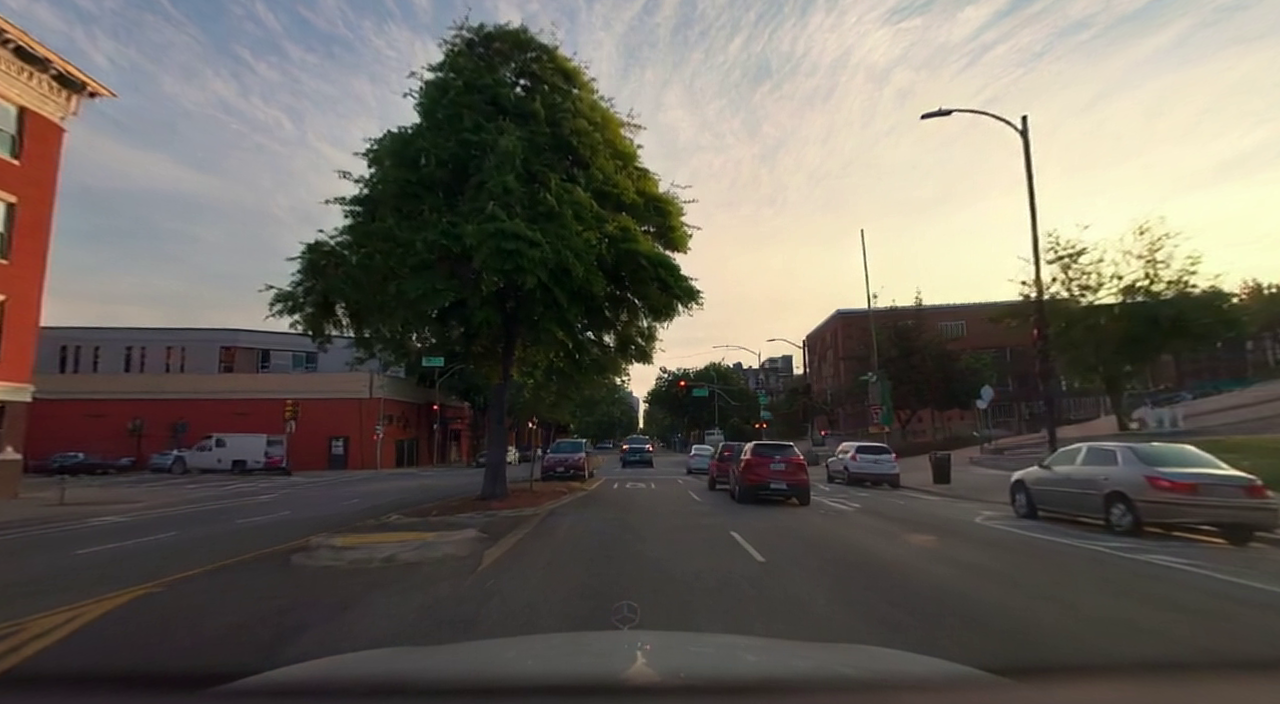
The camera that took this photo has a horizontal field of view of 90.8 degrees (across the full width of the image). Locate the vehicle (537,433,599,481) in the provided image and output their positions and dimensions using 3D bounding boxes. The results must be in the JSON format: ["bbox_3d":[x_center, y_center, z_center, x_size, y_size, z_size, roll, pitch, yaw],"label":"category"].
[{"bbox_3d":[-2.876,4.335,26.281,2.297,1.812,4.244,0,-9,-3],"label":"vehicle"}]

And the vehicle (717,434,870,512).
[{"bbox_3d":[3.284,2.717,14.777,2.238,1.499,4.964,0,-9,-1],"label":"vehicle"}]

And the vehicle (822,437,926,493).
[{"bbox_3d":[8.105,3.905,22.376,1.959,1.719,4.538,0,-7,0],"label":"vehicle"}]

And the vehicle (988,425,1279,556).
[{"bbox_3d":[8.107,2.083,10.458,1.963,1.649,4.562,0,-7,-2],"label":"vehicle"}]

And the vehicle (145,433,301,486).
[{"bbox_3d":[-23.373,6.029,35.681,6.679,2.794,2.850,0,-9,1],"label":"vehicle"}]

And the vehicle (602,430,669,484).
[{"bbox_3d":[-0.175,4.016,24.391,2.329,1.842,4.537,0,-8,0],"label":"vehicle"}]
